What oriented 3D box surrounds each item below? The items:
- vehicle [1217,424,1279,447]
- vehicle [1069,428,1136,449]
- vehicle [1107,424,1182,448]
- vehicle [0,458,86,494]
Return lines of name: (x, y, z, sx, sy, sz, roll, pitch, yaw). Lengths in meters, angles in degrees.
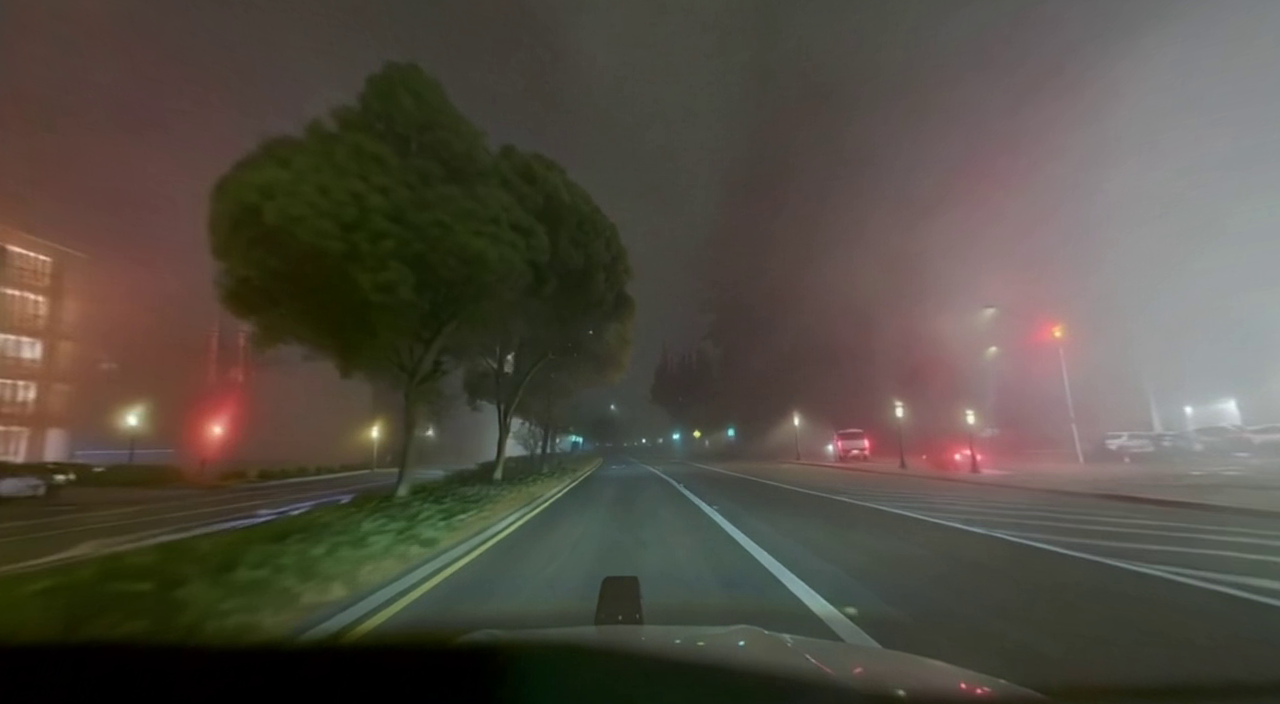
vehicle: (41.583, 5.583, 41.989, 1.873, 1.480, 4.813, 0, -9, 0)
vehicle: (35.841, 6.729, 49.118, 1.858, 1.507, 4.593, 0, -7, 1)
vehicle: (38.613, 6.493, 48.517, 2.005, 1.609, 4.236, -1, -9, -4)
vehicle: (-30.287, 6.018, 30.758, 4.679, 1.661, 1.923, 0, -9, -1)
